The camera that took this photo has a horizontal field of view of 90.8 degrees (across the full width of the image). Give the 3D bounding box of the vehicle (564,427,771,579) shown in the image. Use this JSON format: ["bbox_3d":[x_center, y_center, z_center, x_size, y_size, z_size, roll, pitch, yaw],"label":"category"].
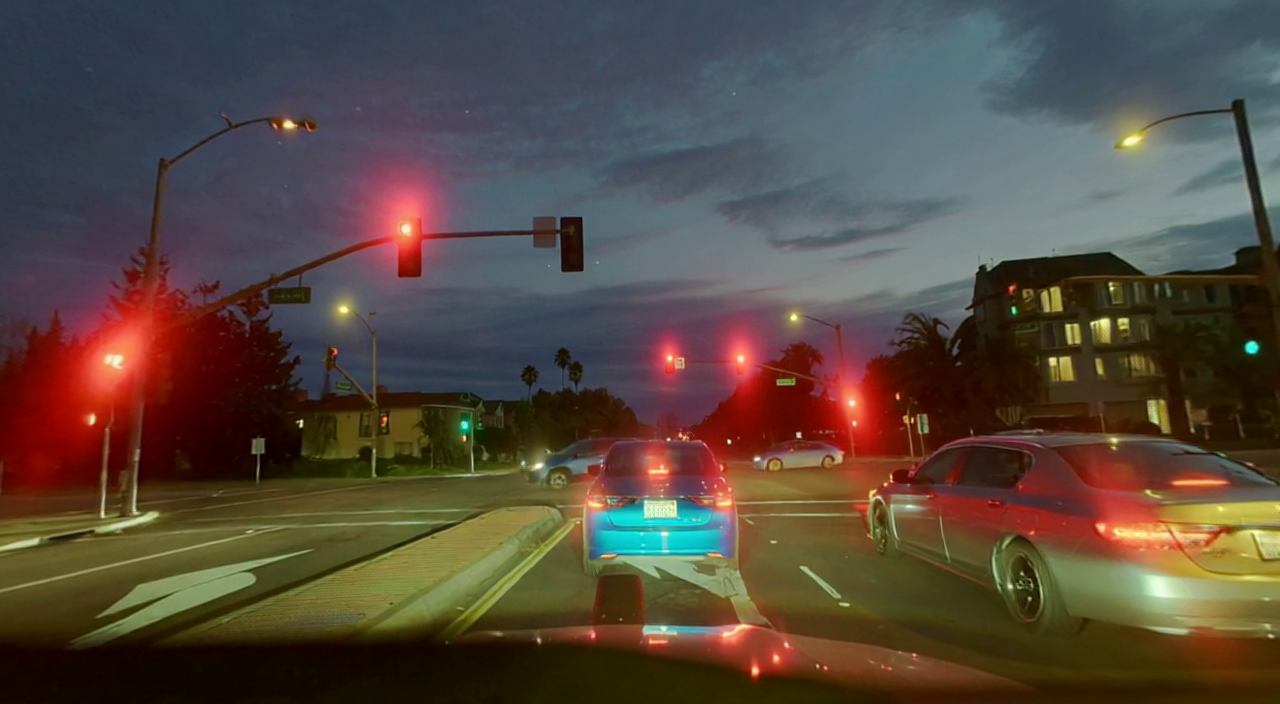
[{"bbox_3d":[0.309,1.818,8.329,2.090,1.505,3.756,-1,-9,1],"label":"vehicle"}]

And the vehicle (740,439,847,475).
[{"bbox_3d":[6.859,4.667,28.331,4.229,1.490,1.854,2,-9,-17],"label":"vehicle"}]

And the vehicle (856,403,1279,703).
[{"bbox_3d":[3.654,1.342,5.432,1.888,1.486,4.681,0,-9,0],"label":"vehicle"}]
